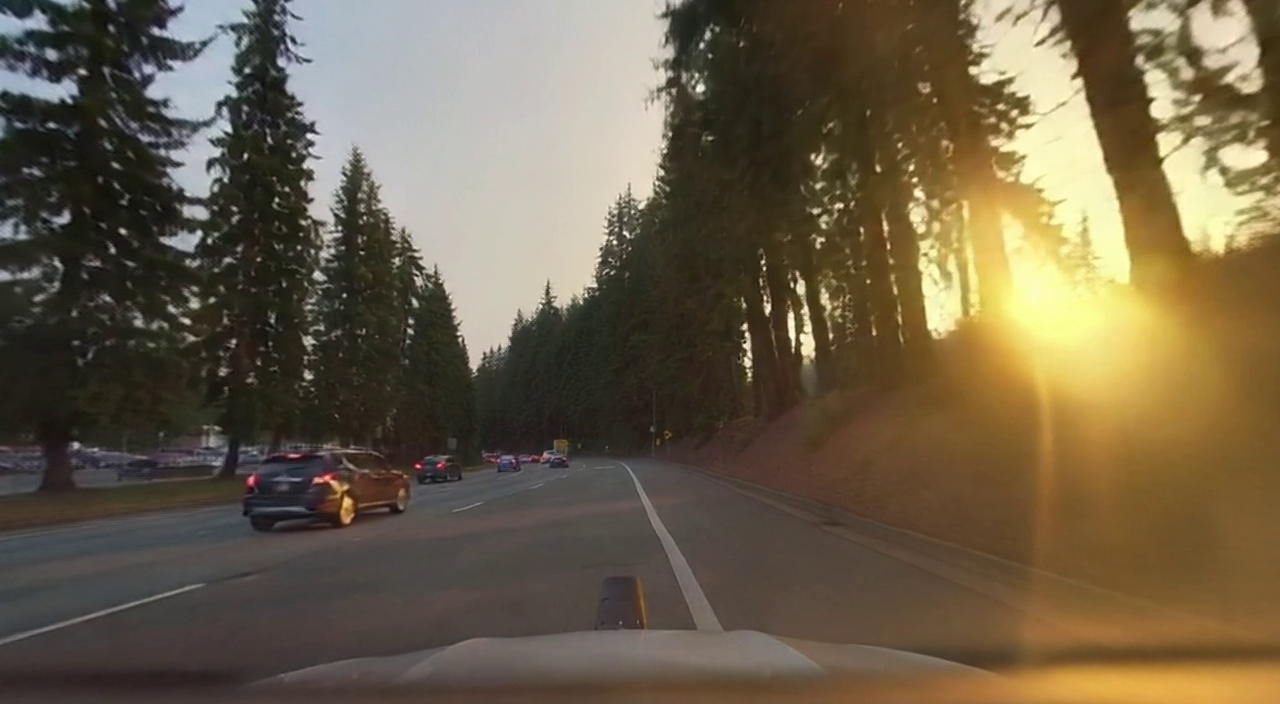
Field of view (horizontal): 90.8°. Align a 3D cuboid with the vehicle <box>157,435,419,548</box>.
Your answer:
[{"bbox_3d":[-6.321,2.519,12.216,2.210,1.737,4.649,-1,-8,3],"label":"vehicle"}]

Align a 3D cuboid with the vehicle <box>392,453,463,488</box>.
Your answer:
[{"bbox_3d":[-10.059,5.612,30.301,1.781,1.476,4.513,0,-8,1],"label":"vehicle"}]

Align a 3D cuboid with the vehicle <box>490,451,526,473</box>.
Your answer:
[{"bbox_3d":[-10.220,8.518,49.111,1.886,1.535,4.742,0,-8,-1],"label":"vehicle"}]
